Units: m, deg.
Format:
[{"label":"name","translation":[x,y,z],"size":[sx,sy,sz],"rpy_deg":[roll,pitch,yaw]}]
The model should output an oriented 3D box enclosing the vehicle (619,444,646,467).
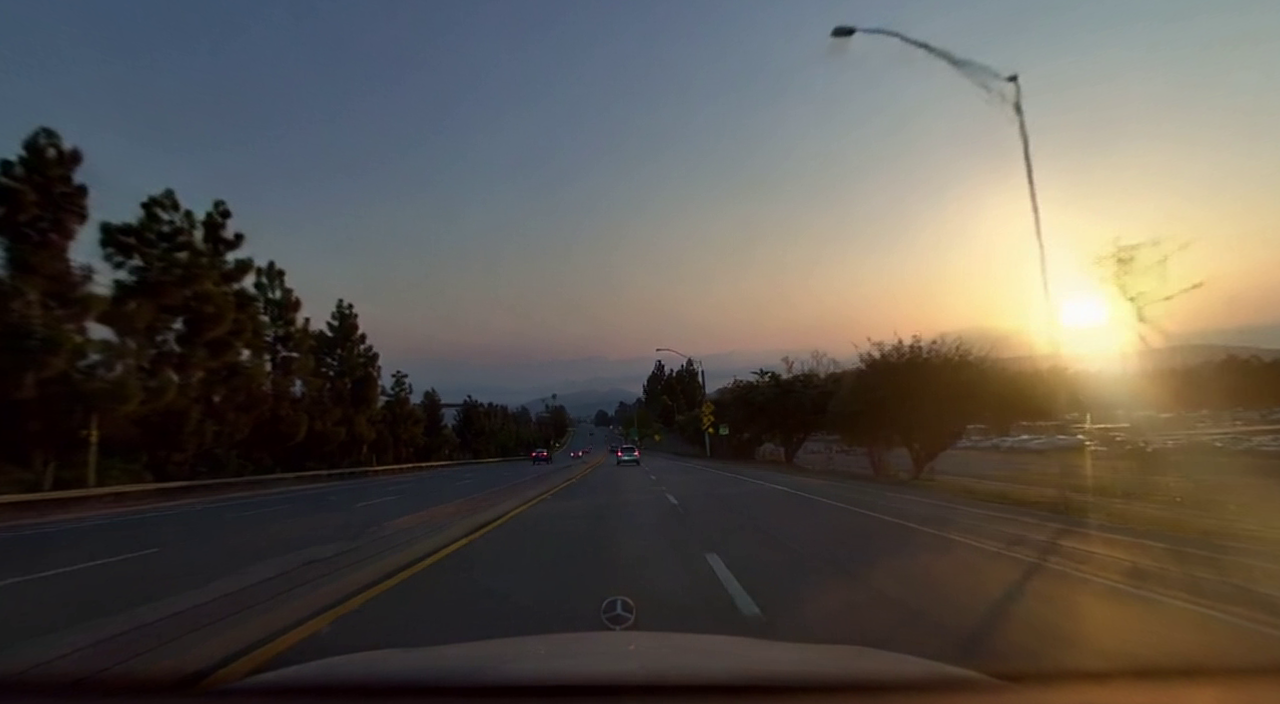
[{"label":"vehicle","translation":[-0.609,7.958,48.668],"size":[2.001,1.688,4.128],"rpy_deg":[0,-8,-2]}]
